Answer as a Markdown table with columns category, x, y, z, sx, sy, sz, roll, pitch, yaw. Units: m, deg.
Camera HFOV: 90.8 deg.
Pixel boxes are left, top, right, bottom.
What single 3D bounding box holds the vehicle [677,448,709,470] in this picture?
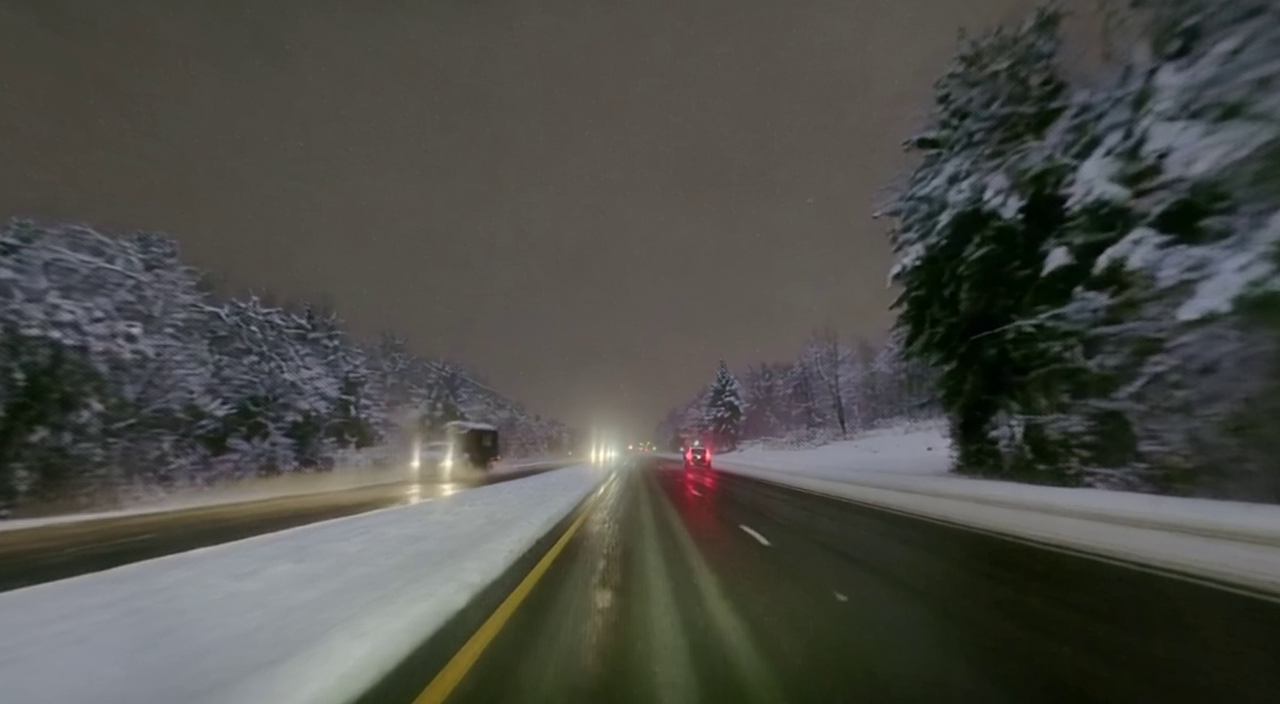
| category | x | y | z | sx | sy | sz | roll | pitch | yaw |
| --- | --- | --- | --- | --- | --- | --- | --- | --- | --- |
| vehicle | 4.024 | 8.120 | 48.185 | 2.013 | 1.584 | 3.995 | 0 | -9 | -1 |

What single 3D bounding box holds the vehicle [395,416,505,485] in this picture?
| category | x | y | z | sx | sy | sz | roll | pitch | yaw |
| --- | --- | --- | --- | --- | --- | --- | --- | --- | --- |
| vehicle | -12.733 | 6.919 | 44.267 | 3.267 | 4.040 | 13.923 | 0 | -9 | 0 |
